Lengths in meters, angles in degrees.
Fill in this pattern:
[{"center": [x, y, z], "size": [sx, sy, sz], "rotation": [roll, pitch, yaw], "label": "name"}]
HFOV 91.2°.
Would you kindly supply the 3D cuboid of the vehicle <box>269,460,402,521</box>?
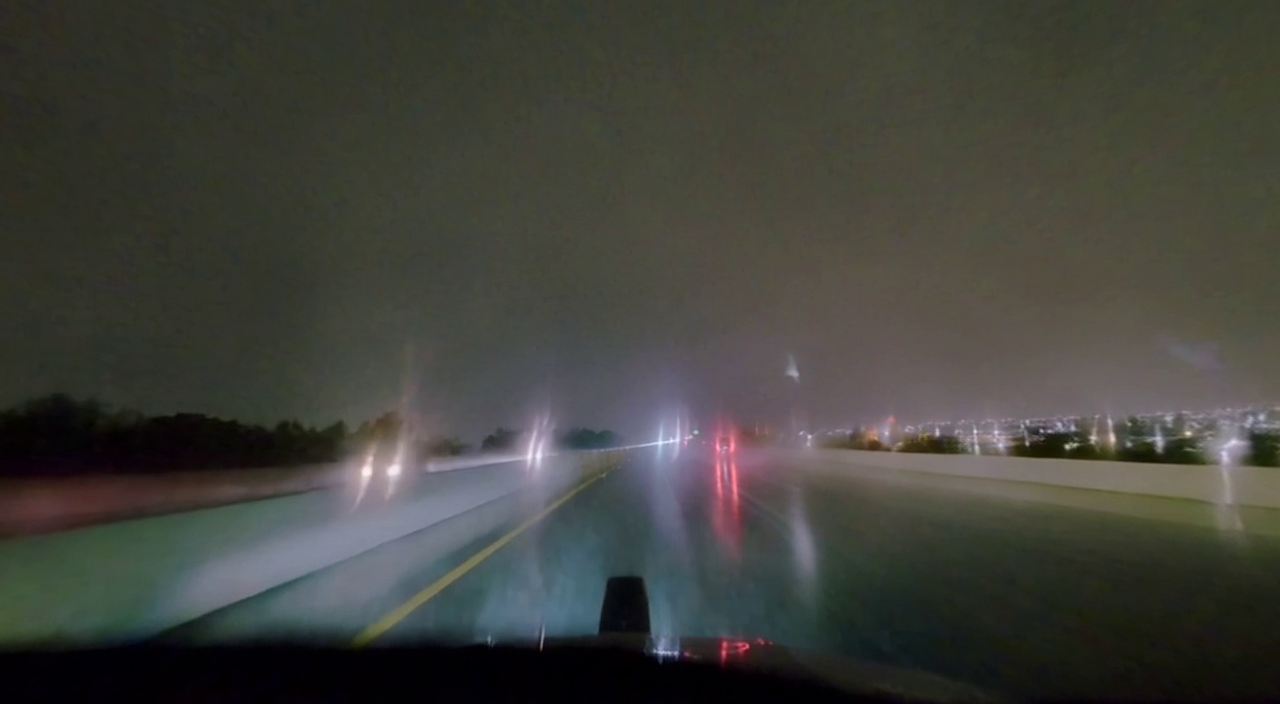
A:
[{"center": [-8.960, 4.060, 18.920], "size": [1.847, 1.504, 4.231], "rotation": [0, -9, 0], "label": "vehicle"}]
